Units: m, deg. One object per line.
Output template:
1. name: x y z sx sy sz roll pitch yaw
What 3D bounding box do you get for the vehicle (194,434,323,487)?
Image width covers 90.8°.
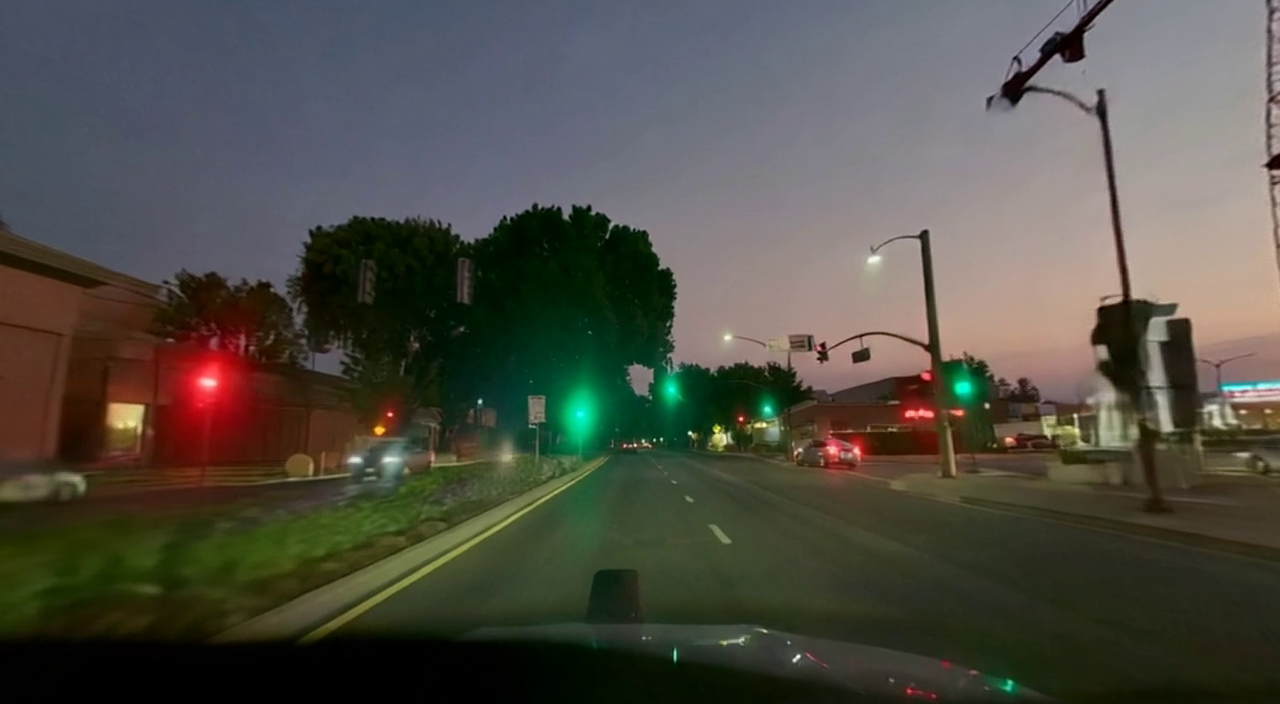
1. vehicle: -16.558 4.732 27.908 2.190 2.069 5.804 0 -9 -2

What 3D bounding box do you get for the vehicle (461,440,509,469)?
1. vehicle: -9.334 6.188 38.344 1.918 1.640 3.971 0 -9 0

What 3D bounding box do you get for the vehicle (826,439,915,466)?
1. vehicle: 13.616 5.972 37.563 4.506 1.479 1.924 0 -9 1

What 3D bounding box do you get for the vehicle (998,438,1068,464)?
1. vehicle: 23.540 5.886 37.815 3.995 1.463 1.862 5 -10 -31

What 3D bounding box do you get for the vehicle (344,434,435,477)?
1. vehicle: -12.278 5.115 31.495 2.249 1.952 5.746 0 -9 -1

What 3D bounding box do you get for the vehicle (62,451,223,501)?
1. vehicle: -16.601 4.125 21.460 1.804 1.467 4.489 0 -9 0

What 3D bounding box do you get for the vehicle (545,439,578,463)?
1. vehicle: -6.145 7.767 49.792 1.983 1.715 4.466 -2 -8 0
